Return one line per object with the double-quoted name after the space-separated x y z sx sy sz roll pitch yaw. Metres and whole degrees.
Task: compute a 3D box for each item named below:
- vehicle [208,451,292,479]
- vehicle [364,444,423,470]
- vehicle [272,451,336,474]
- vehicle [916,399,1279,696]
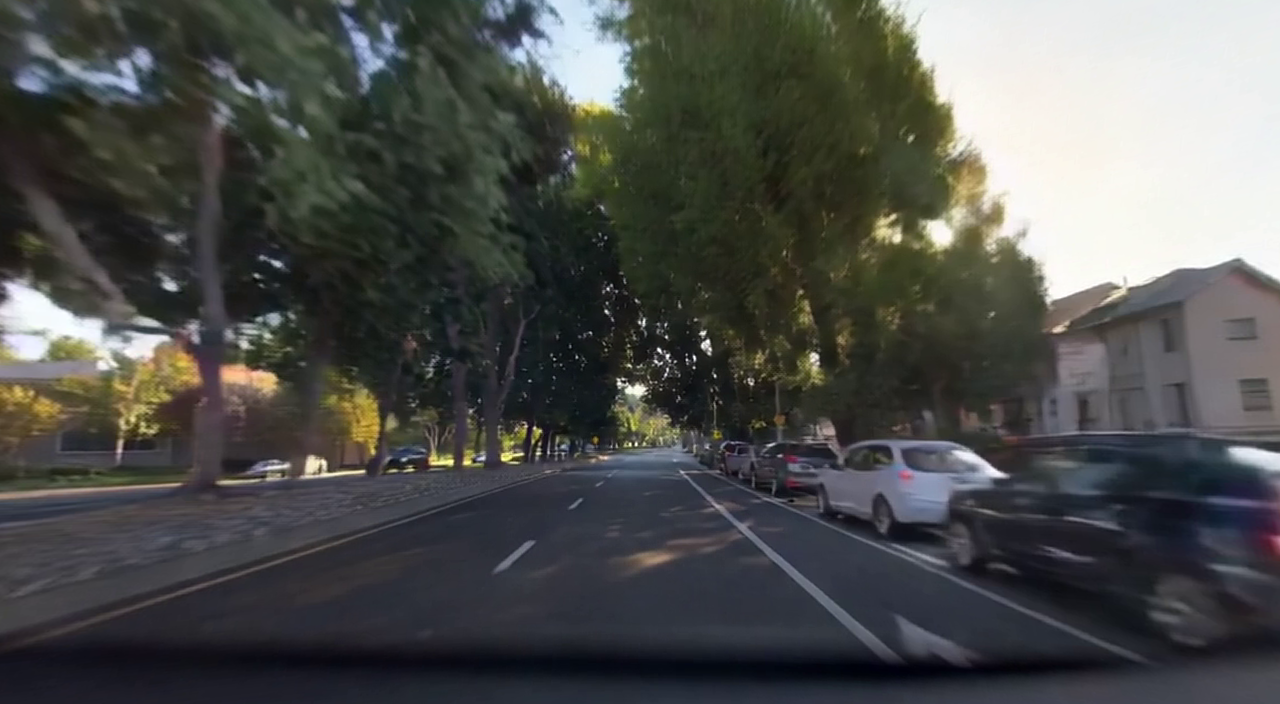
-22.945 6.651 37.435 1.931 1.500 4.688 0 -9 1 "vehicle"
-15.826 6.759 40.835 1.973 1.522 4.188 -1 -9 3 "vehicle"
-22.769 7.499 43.005 1.805 1.446 4.556 0 -9 0 "vehicle"
4.252 1.254 4.904 1.927 1.517 4.981 0 -8 -1 "vehicle"
